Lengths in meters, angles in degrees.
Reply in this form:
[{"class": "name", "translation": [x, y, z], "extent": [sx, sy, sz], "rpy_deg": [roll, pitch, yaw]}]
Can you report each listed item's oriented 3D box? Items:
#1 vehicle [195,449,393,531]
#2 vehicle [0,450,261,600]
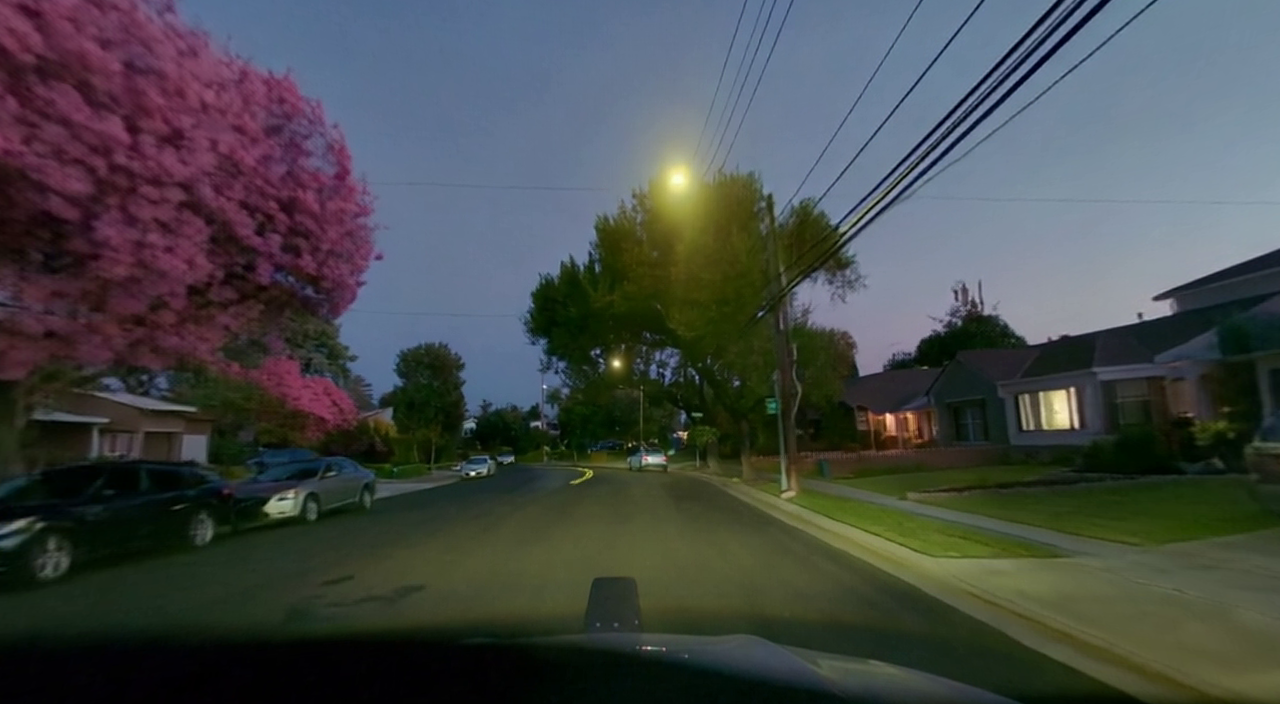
[{"class": "vehicle", "translation": [-7.288, 2.908, 13.931], "extent": [1.896, 1.484, 4.298], "rpy_deg": [0, -9, 0]}, {"class": "vehicle", "translation": [-7.529, 2.087, 8.459], "extent": [2.034, 1.493, 4.524], "rpy_deg": [0, -9, 1]}]
